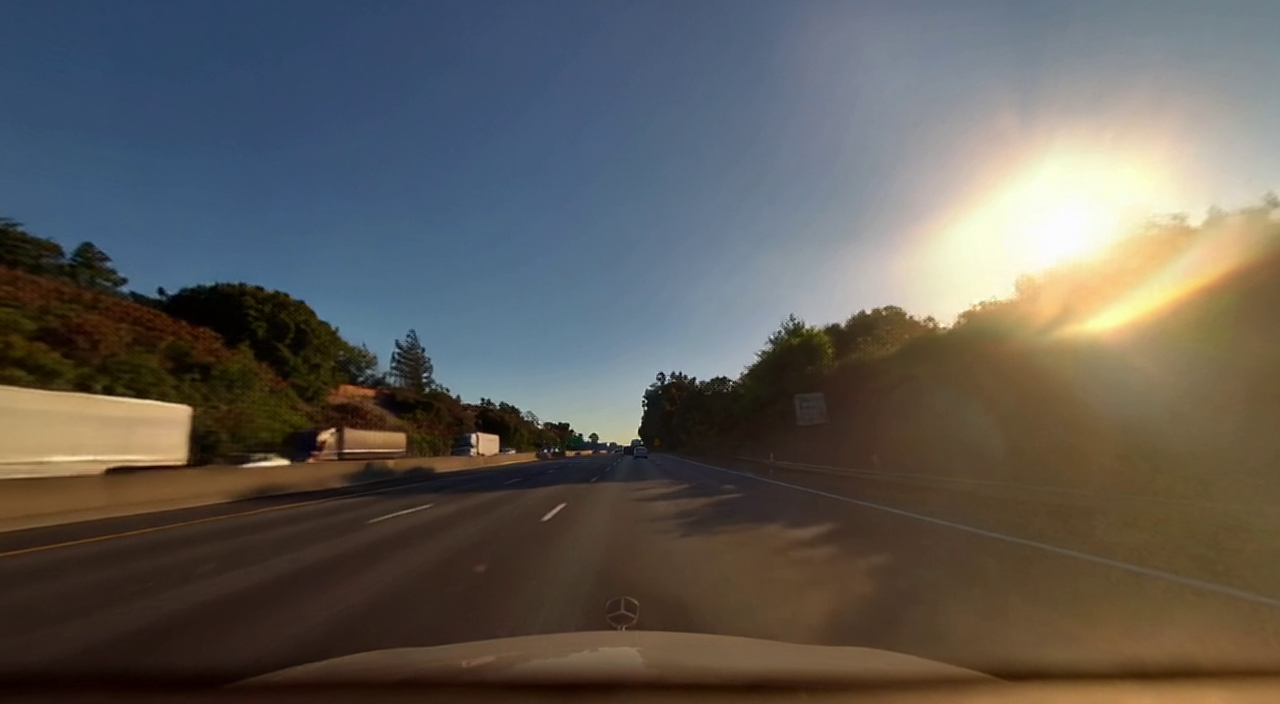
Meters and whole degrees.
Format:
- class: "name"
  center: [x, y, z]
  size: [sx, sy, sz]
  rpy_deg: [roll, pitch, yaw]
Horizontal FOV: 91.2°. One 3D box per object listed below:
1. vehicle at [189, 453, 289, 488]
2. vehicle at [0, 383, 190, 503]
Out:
- class: "vehicle"
  center: [-19.273, 5.673, 30.398]
  size: [1.924, 1.524, 4.401]
  rpy_deg: [0, -9, 0]
- class: "vehicle"
  center: [-22.917, 3.722, 25.431]
  size: [2.887, 4.049, 8.554]
  rpy_deg: [0, -9, -1]
